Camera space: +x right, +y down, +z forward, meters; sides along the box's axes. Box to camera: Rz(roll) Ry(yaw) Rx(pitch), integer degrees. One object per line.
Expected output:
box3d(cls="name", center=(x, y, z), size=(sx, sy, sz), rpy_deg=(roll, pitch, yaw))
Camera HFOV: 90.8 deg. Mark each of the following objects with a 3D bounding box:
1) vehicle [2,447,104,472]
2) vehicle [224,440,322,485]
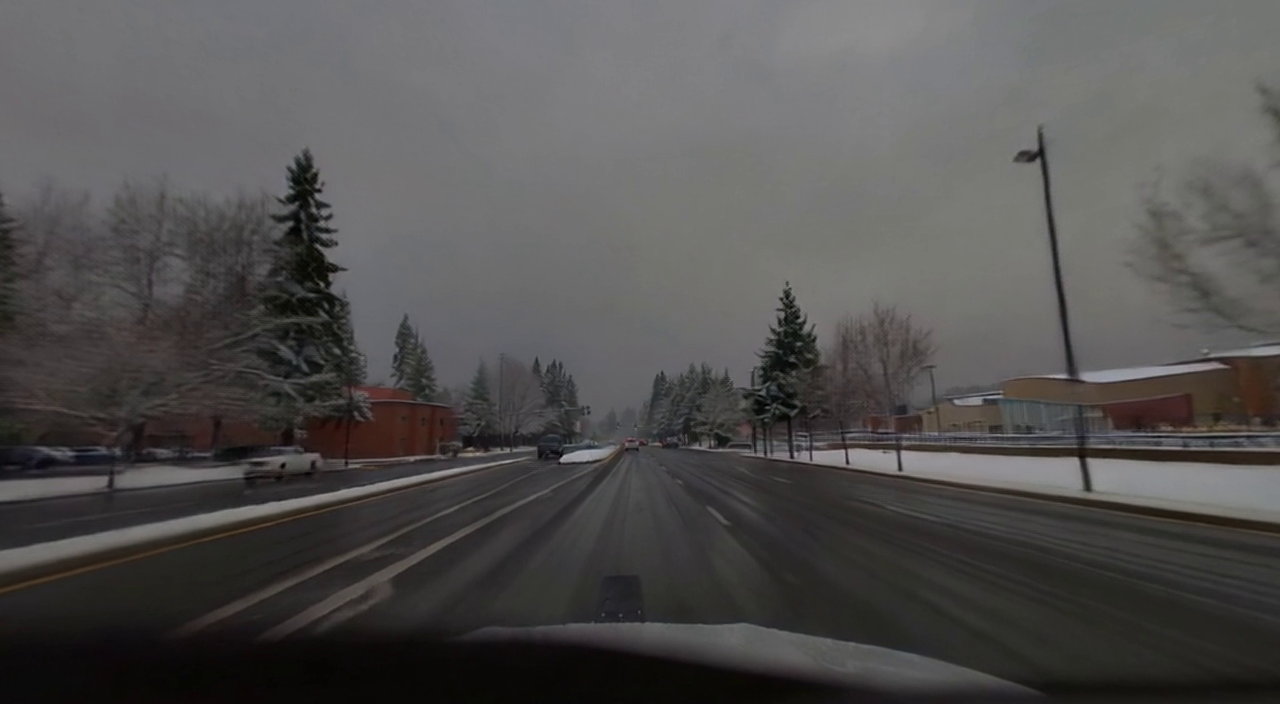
box3d(cls="vehicle", center=(-39.377, 7.186, 42.431), size=(4.819, 1.509, 1.921), rpy_deg=(-1, -8, -2))
box3d(cls="vehicle", center=(-18.477, 5.539, 32.142), size=(2.178, 1.947, 5.078), rpy_deg=(-3, -8, -3))
